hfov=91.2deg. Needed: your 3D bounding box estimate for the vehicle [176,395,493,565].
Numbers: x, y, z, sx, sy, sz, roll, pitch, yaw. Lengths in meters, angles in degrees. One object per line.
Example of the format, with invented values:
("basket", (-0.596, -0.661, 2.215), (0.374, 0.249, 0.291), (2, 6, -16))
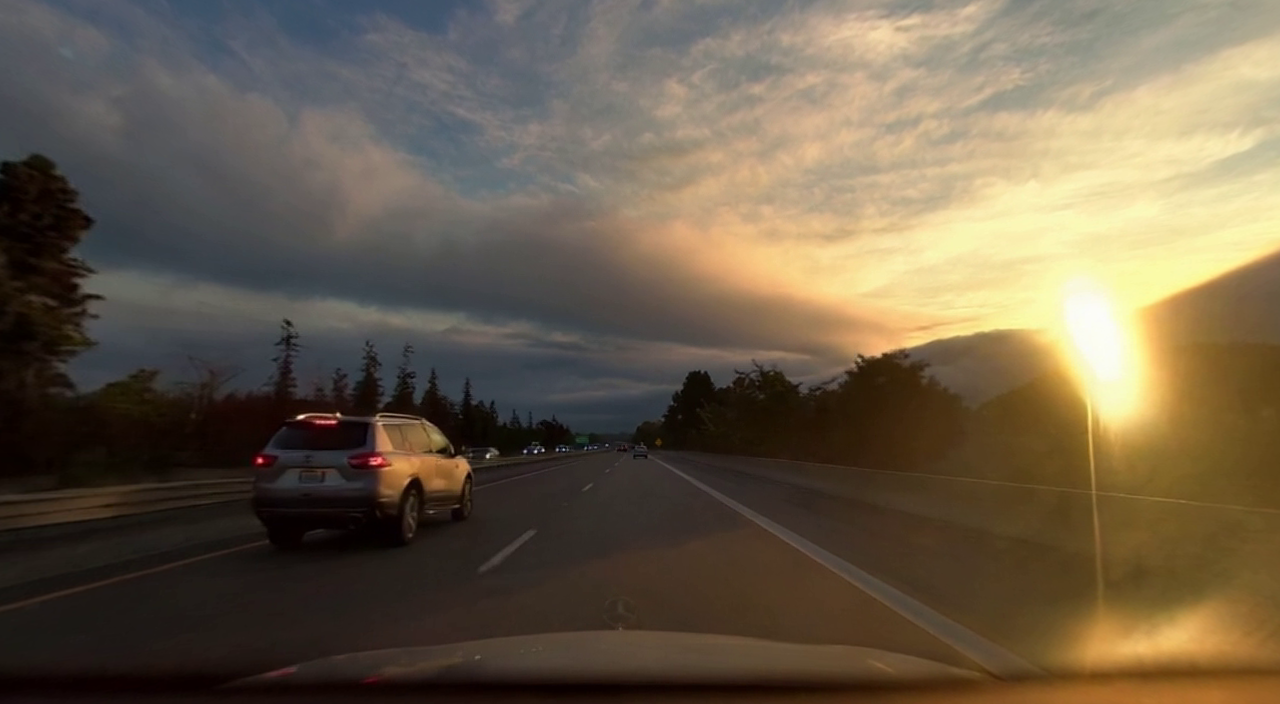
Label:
("vehicle", (-3.793, 1.720, 9.011), (2.292, 1.802, 4.481), (0, -9, 0))
